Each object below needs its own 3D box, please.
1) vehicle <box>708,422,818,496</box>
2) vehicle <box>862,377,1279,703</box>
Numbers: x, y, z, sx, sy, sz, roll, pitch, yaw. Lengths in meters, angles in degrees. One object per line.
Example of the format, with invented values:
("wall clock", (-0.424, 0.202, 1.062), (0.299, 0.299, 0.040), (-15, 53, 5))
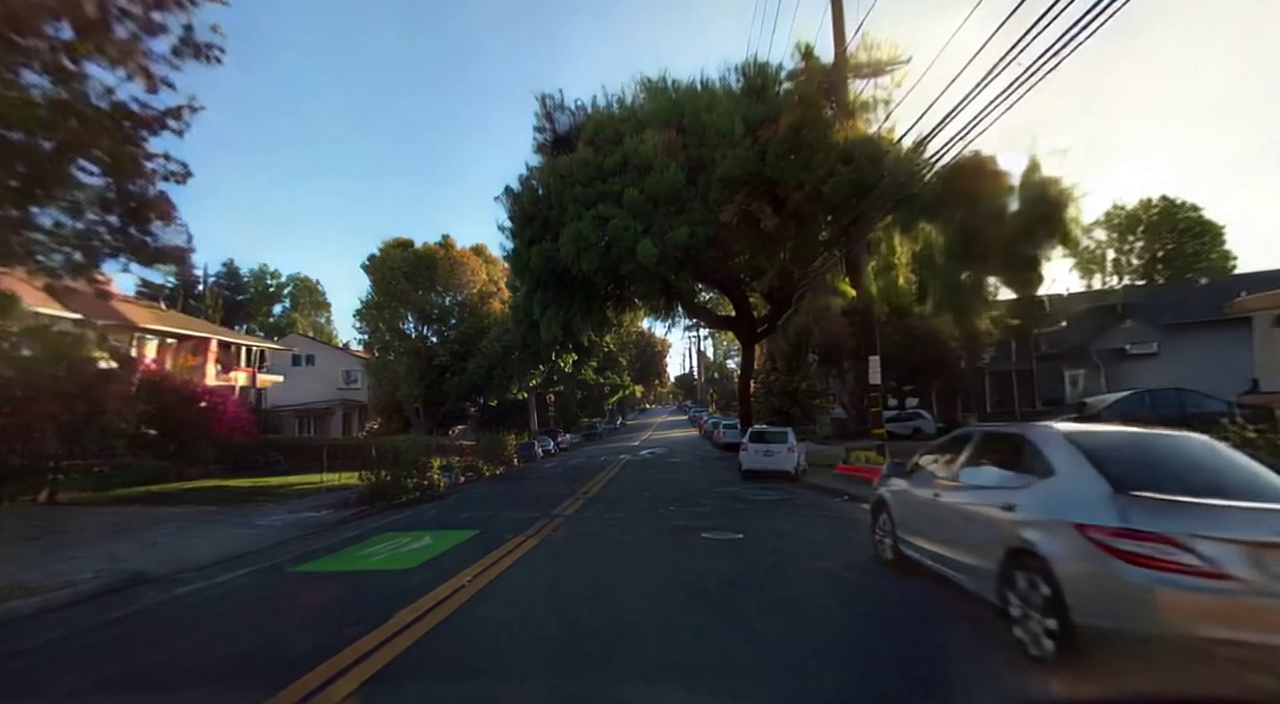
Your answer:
("vehicle", (3.016, 2.563, 15.450), (2.235, 1.500, 4.496), (-2, -9, 12))
("vehicle", (3.446, 1.277, 4.839), (1.909, 1.694, 4.472), (0, -9, 1))
